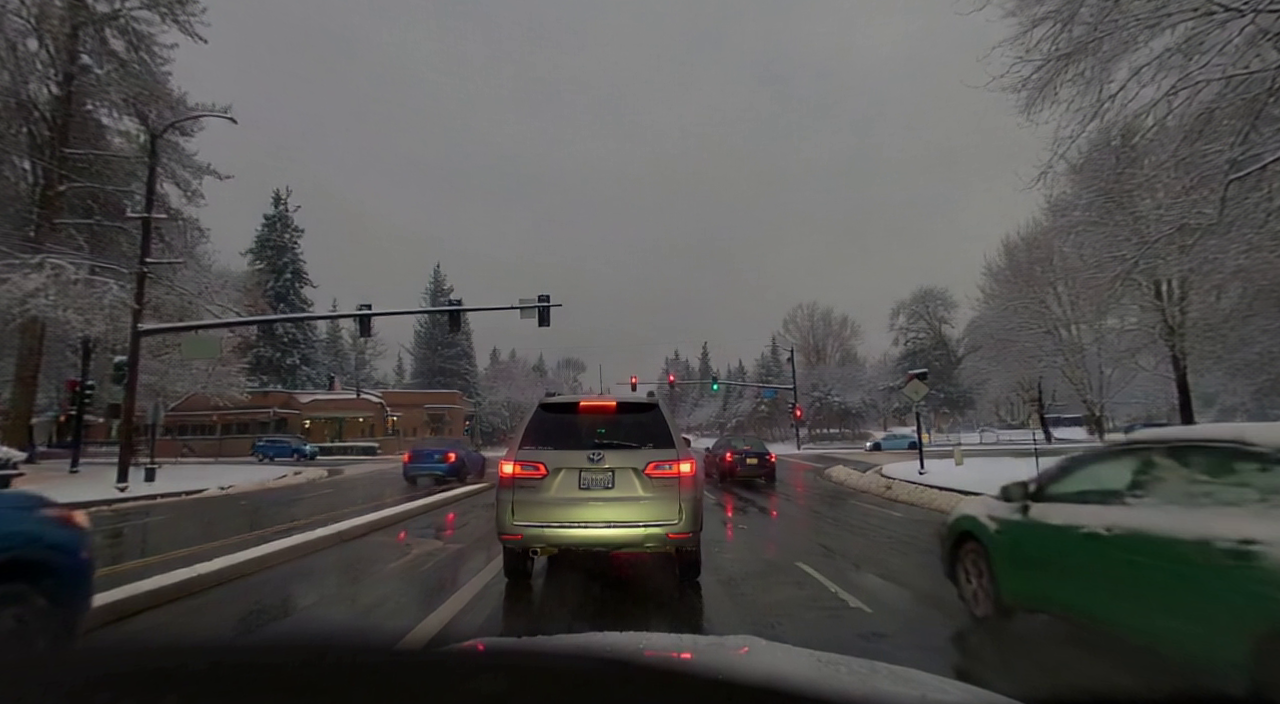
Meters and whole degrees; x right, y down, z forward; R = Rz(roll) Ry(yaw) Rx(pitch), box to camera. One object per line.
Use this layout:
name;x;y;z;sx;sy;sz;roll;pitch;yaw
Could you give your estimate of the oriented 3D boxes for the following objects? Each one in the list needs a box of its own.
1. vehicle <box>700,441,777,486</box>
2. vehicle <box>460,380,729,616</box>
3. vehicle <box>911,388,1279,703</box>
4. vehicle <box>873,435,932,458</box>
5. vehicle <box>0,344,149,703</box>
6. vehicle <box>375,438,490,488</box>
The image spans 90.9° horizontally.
vehicle;3.369;3.896;22.390;2.104;1.441;4.240;0;-8;1
vehicle;-0.341;1.440;7.099;2.064;1.817;4.298;0;-8;0
vehicle;3.340;1.010;3.093;2.121;1.494;4.208;0;-8;0
vehicle;19.981;7.199;47.910;4.361;1.653;2.034;6;-10;-35
vehicle;-3.679;0.570;0.958;2.160;1.666;4.583;0;-8;0
vehicle;-6.828;3.707;21.414;2.060;1.473;4.950;0;-8;2
